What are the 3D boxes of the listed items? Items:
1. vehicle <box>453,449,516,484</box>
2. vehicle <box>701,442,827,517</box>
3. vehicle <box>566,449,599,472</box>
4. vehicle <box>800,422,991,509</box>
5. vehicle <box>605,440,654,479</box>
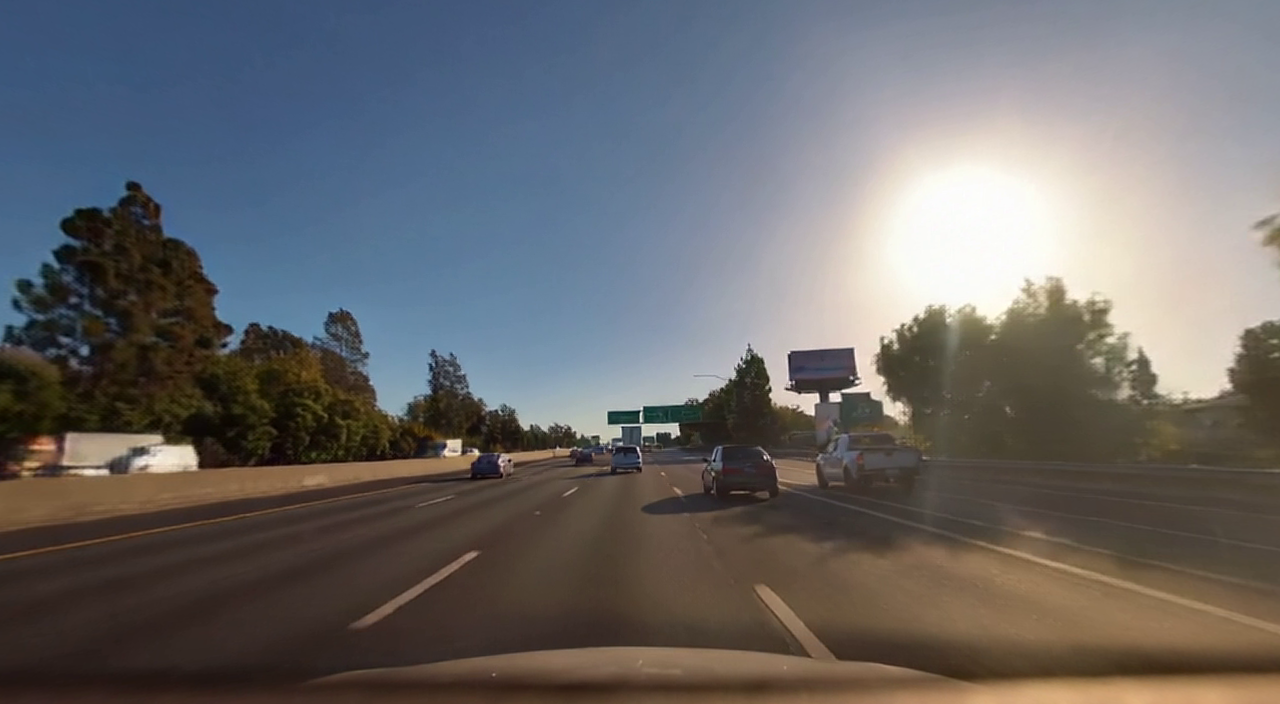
[{"bbox_3d":[-7.301,5.397,30.097,1.920,1.482,4.385,0,-8,0],"label":"vehicle"},{"bbox_3d":[2.693,2.877,14.846,2.011,1.462,4.286,0,-8,-1],"label":"vehicle"},{"bbox_3d":[-4.042,7.681,44.912,1.935,1.487,4.076,0,-8,0],"label":"vehicle"},{"bbox_3d":[6.456,2.977,17.097,2.635,1.919,5.907,0,-8,0],"label":"vehicle"},{"bbox_3d":[-0.540,5.452,32.328,2.323,1.805,4.729,0,-8,-1],"label":"vehicle"}]
